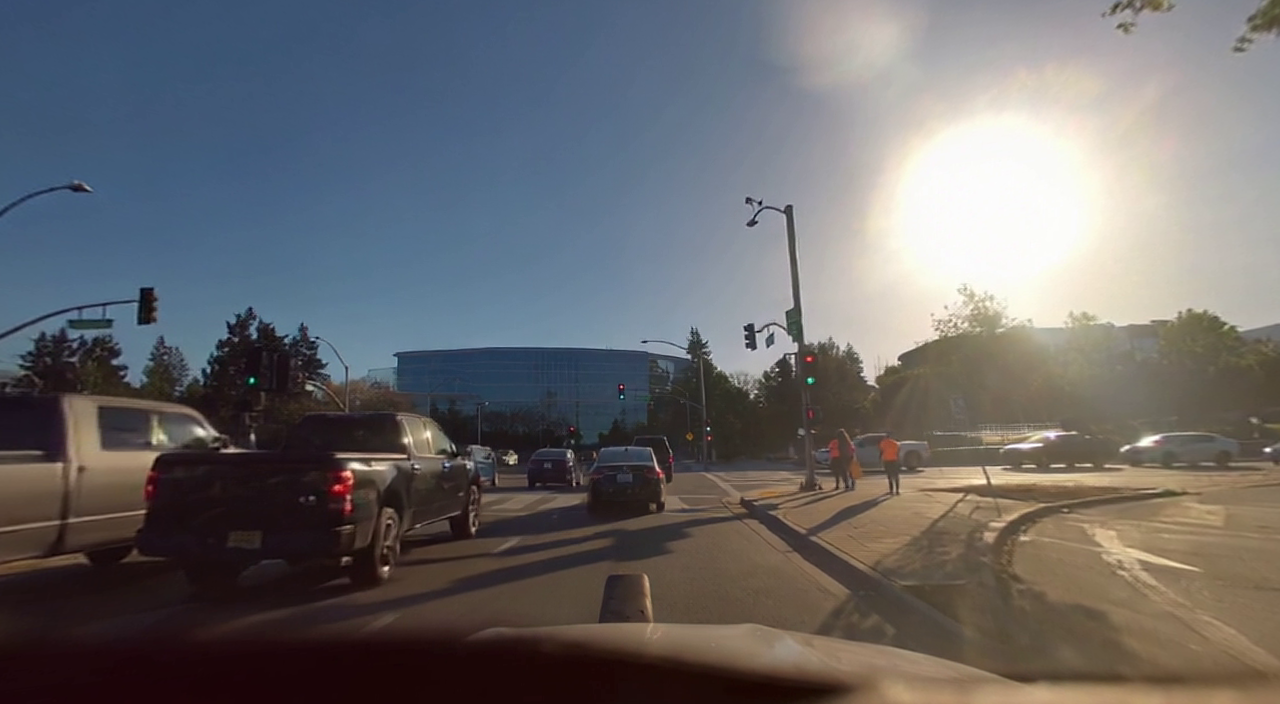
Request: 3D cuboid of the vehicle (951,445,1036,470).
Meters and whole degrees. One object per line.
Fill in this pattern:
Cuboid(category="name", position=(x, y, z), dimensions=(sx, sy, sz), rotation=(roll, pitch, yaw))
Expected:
Cuboid(category="vehicle", position=(21.364, 6.389, 38.202), dimensions=(3.983, 1.443, 1.831), rotation=(0, -9, 1))

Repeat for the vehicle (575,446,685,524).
Cuboid(category="vehicle", position=(-0.164, 2.940, 14.597), dimensions=(2.144, 1.497, 4.446), rotation=(0, -9, 1))

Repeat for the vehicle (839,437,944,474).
Cuboid(category="vehicle", position=(12.436, 5.126, 31.346), dimensions=(4.394, 1.724, 1.886), rotation=(0, -9, 1))

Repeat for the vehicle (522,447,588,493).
Cuboid(category="vehicle", position=(-3.314, 4.726, 25.680), dimensions=(2.003, 1.655, 4.878), rotation=(0, -9, 0))

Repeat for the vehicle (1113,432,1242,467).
Cuboid(category="vehicle", position=(29.165, 5.301, 34.350), dimensions=(4.967, 1.794, 2.044), rotation=(-1, -9, 3))

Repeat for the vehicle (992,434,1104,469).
Cuboid(category="vehicle", position=(22.159, 5.426, 34.376), dimensions=(4.529, 1.786, 2.110), rotation=(-1, -9, 2))

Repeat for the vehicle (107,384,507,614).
Cuboid(category="vehicle", position=(-3.420, 1.633, 8.005), dimensions=(2.202, 1.961, 4.980), rotation=(0, -9, 2))
